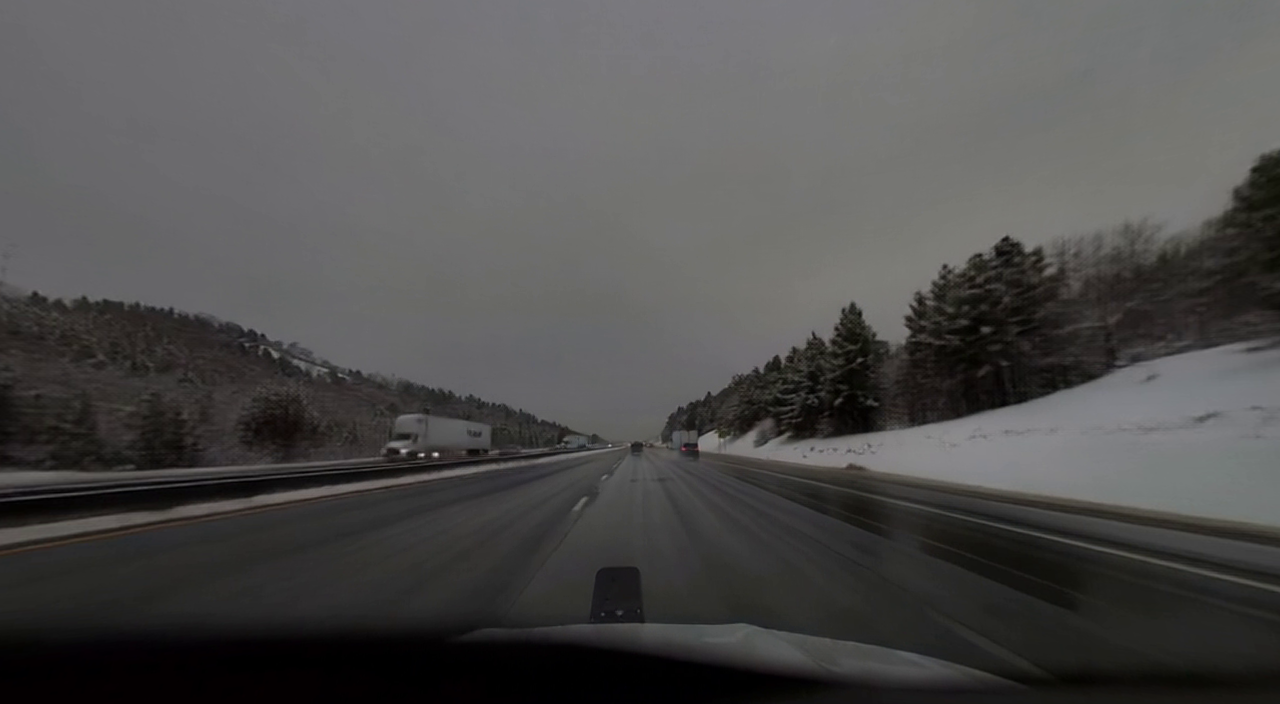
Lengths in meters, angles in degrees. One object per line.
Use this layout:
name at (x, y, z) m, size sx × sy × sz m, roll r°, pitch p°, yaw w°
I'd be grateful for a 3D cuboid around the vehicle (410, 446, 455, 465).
vehicle at (-16.305, 8.132, 49.669) m, size 1.888 × 1.462 × 4.599 m, roll -1°, pitch -8°, yaw 2°
